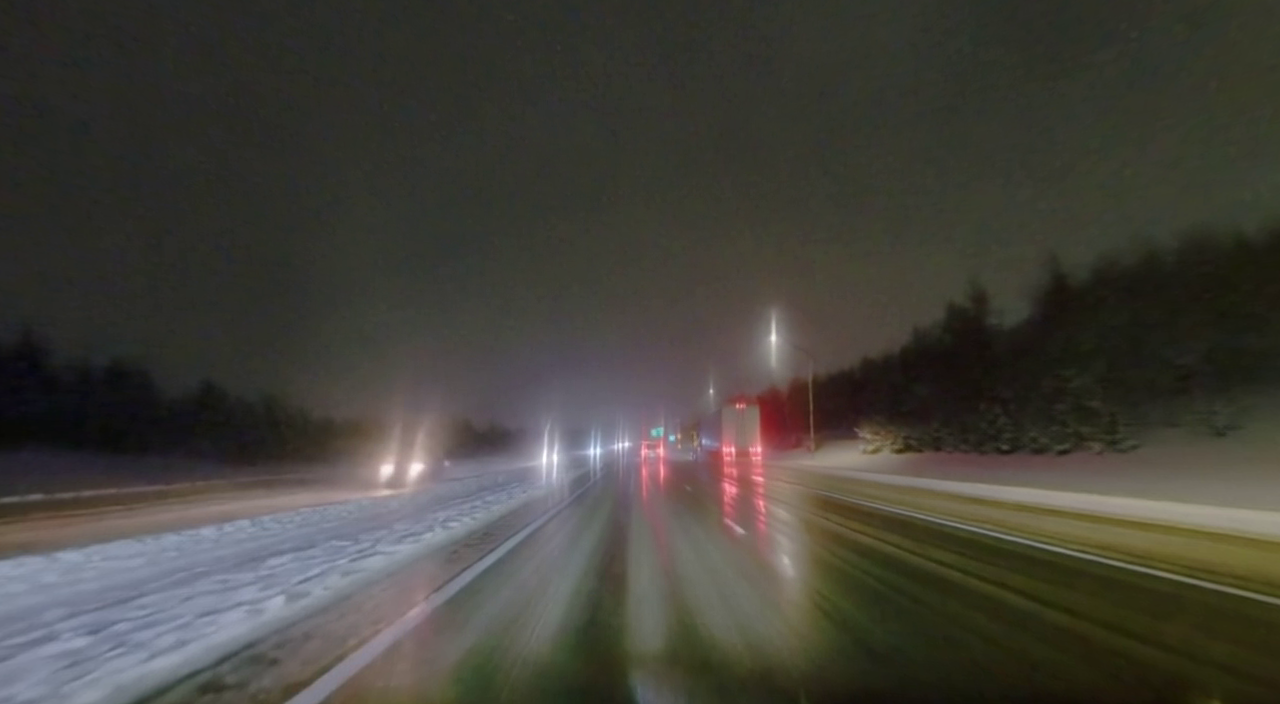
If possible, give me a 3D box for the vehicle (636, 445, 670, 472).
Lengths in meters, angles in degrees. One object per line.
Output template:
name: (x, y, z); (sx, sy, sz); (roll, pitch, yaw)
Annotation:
vehicle: (0.789, 6.609, 39.137); (2.024, 1.579, 3.707); (0, -9, 0)
